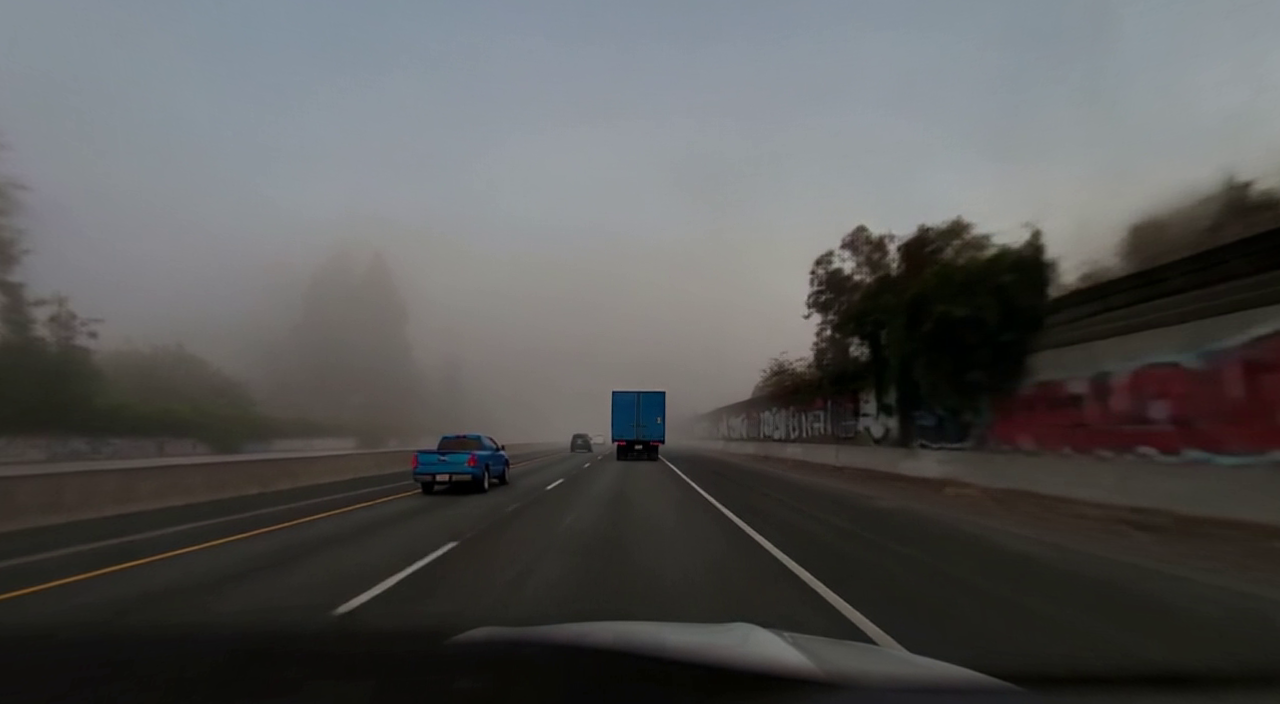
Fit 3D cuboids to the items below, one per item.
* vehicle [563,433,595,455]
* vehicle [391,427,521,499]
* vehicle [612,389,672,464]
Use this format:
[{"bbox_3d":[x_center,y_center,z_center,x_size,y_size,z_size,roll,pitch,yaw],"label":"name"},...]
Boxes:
[{"bbox_3d":[-4.694,7.137,49.083,2.058,1.645,4.130,0,-8,0],"label":"vehicle"},{"bbox_3d":[-4.374,2.688,15.815,1.948,1.526,4.525,0,-8,0],"label":"vehicle"},{"bbox_3d":[-0.025,4.292,35.745,2.927,3.649,9.443,0,-8,-2],"label":"vehicle"}]
